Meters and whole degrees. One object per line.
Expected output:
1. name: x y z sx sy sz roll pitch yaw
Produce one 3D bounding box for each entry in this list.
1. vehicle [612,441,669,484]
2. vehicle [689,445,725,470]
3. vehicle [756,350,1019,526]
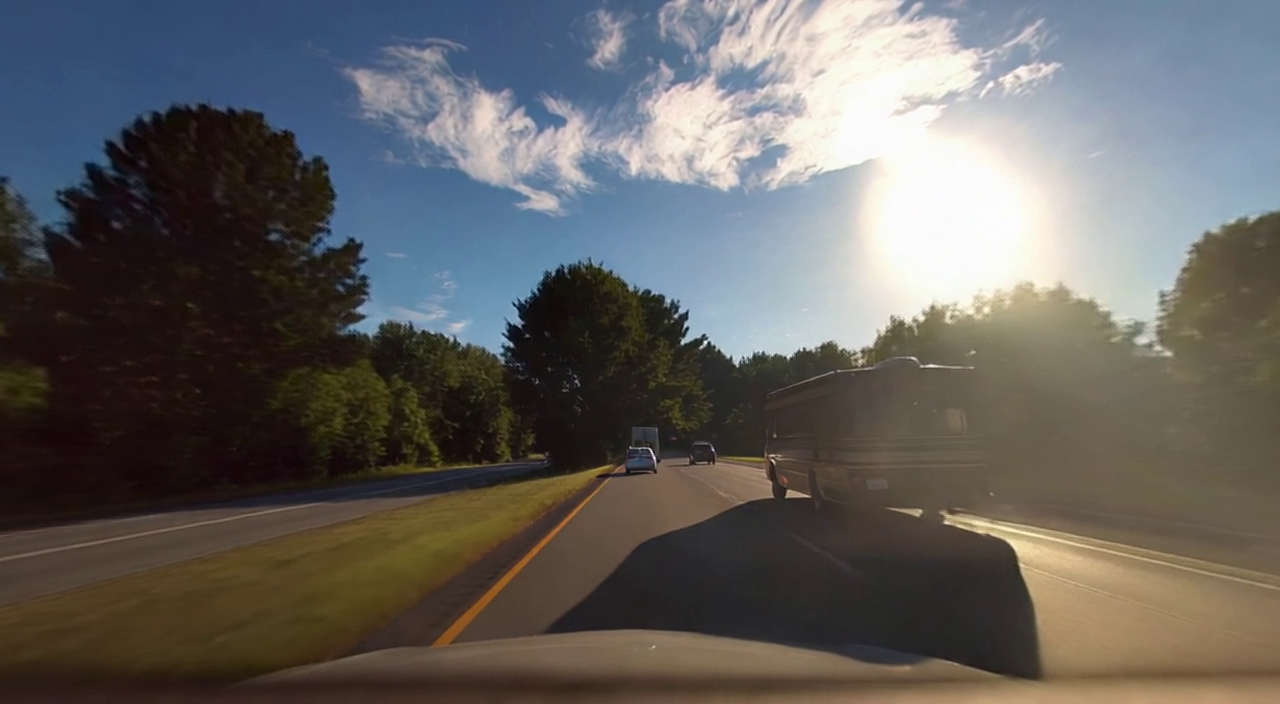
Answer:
1. vehicle: -0.003 4.438 25.542 2.120 1.575 4.018 0 -9 -1
2. vehicle: 4.079 6.437 38.677 1.757 1.459 3.398 0 -9 -1
3. vehicle: 4.621 1.907 13.719 2.745 2.832 7.035 0 -9 -1
